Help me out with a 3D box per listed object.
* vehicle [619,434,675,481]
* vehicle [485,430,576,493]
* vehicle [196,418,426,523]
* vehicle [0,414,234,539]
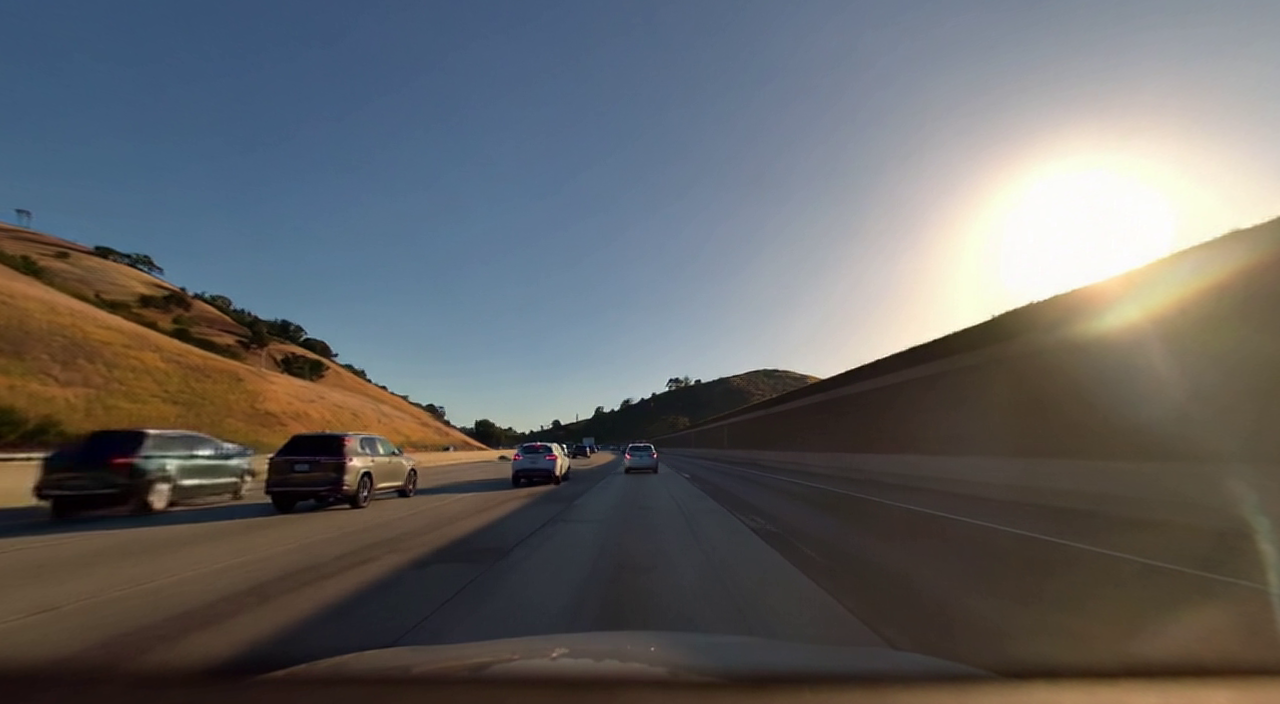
[{"bbox_3d":[0.252,4.506,27.155,2.233,1.804,4.273,0,-9,-1],"label":"vehicle"},{"bbox_3d":[-3.437,3.550,20.769,2.093,1.820,4.506,0,-9,1],"label":"vehicle"},{"bbox_3d":[-6.751,2.497,13.870,2.108,1.856,5.214,0,-9,1],"label":"vehicle"},{"bbox_3d":[-10.996,2.343,12.549,2.230,1.928,5.333,0,-9,0],"label":"vehicle"}]
